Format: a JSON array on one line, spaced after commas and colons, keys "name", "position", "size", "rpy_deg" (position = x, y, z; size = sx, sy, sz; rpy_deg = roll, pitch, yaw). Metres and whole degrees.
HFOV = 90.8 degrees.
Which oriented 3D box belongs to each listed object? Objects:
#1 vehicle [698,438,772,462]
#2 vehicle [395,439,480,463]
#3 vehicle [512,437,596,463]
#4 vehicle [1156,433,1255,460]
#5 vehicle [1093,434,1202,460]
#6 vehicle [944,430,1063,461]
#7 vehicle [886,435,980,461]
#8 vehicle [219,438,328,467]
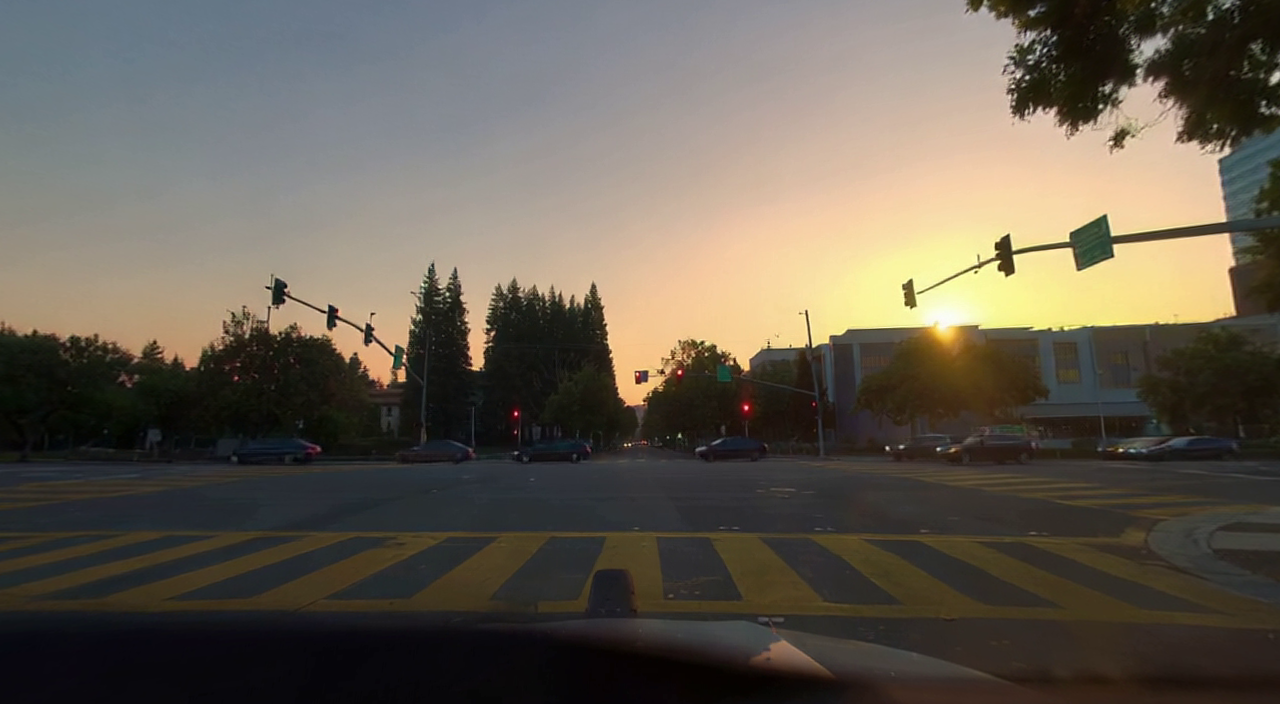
[{"name": "vehicle", "position": [5.980, 6.219, 40.244], "size": [4.443, 1.472, 1.794], "rpy_deg": [0, -9, 0]}, {"name": "vehicle", "position": [-12.851, 6.321, 40.230], "size": [4.759, 1.445, 1.865], "rpy_deg": [0, -9, 0]}, {"name": "vehicle", "position": [-4.914, 5.692, 36.735], "size": [4.631, 1.435, 1.715], "rpy_deg": [0, -9, 0]}, {"name": "vehicle", "position": [36.134, 6.056, 40.442], "size": [4.488, 1.667, 1.869], "rpy_deg": [0, -9, 0]}, {"name": "vehicle", "position": [29.514, 5.550, 36.842], "size": [4.724, 1.452, 1.870], "rpy_deg": [0, -9, 1]}, {"name": "vehicle", "position": [22.861, 5.906, 39.868], "size": [6.133, 1.833, 2.155], "rpy_deg": [0, -9, -1]}, {"name": "vehicle", "position": [16.966, 5.579, 36.742], "size": [4.519, 1.476, 1.767], "rpy_deg": [0, -9, 0]}, {"name": "vehicle", "position": [-19.417, 5.347, 33.597], "size": [4.629, 1.423, 1.833], "rpy_deg": [-1, -9, 2]}]
